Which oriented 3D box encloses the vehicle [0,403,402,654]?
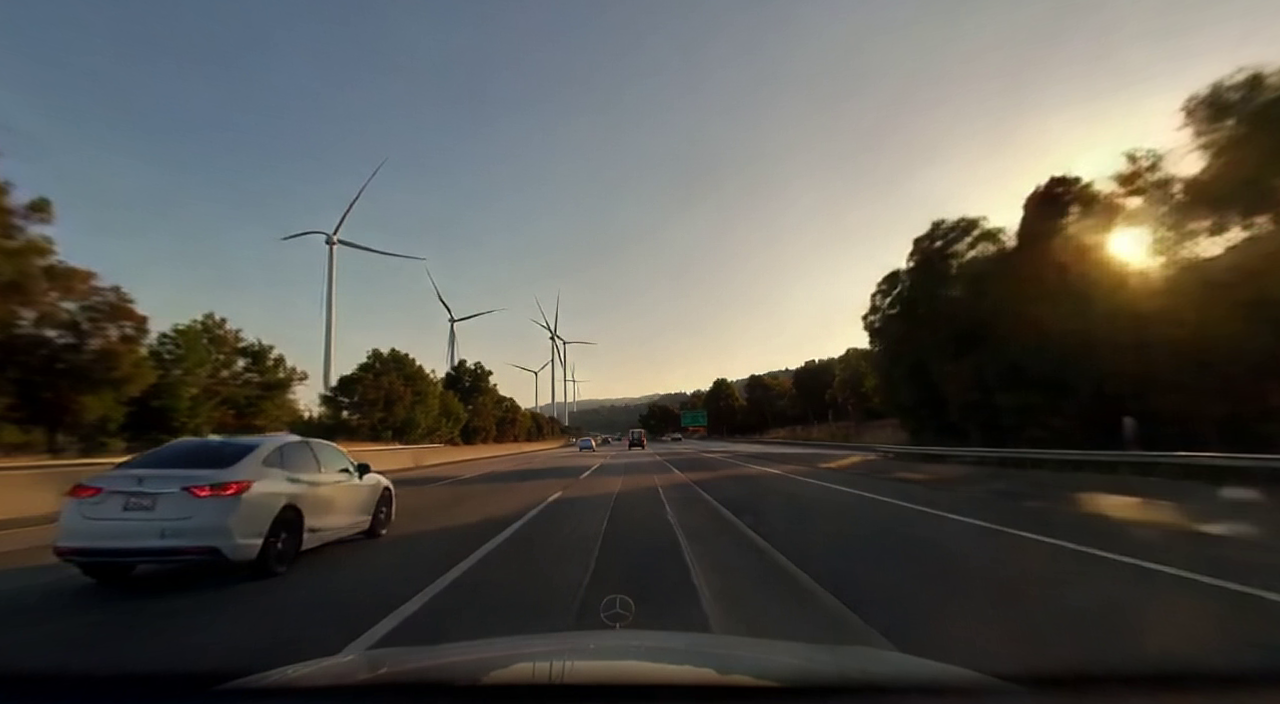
[{"bbox_3d":[-3.971,1.340,5.868,1.950,1.511,3.965,0,-8,0],"label":"vehicle"}]
